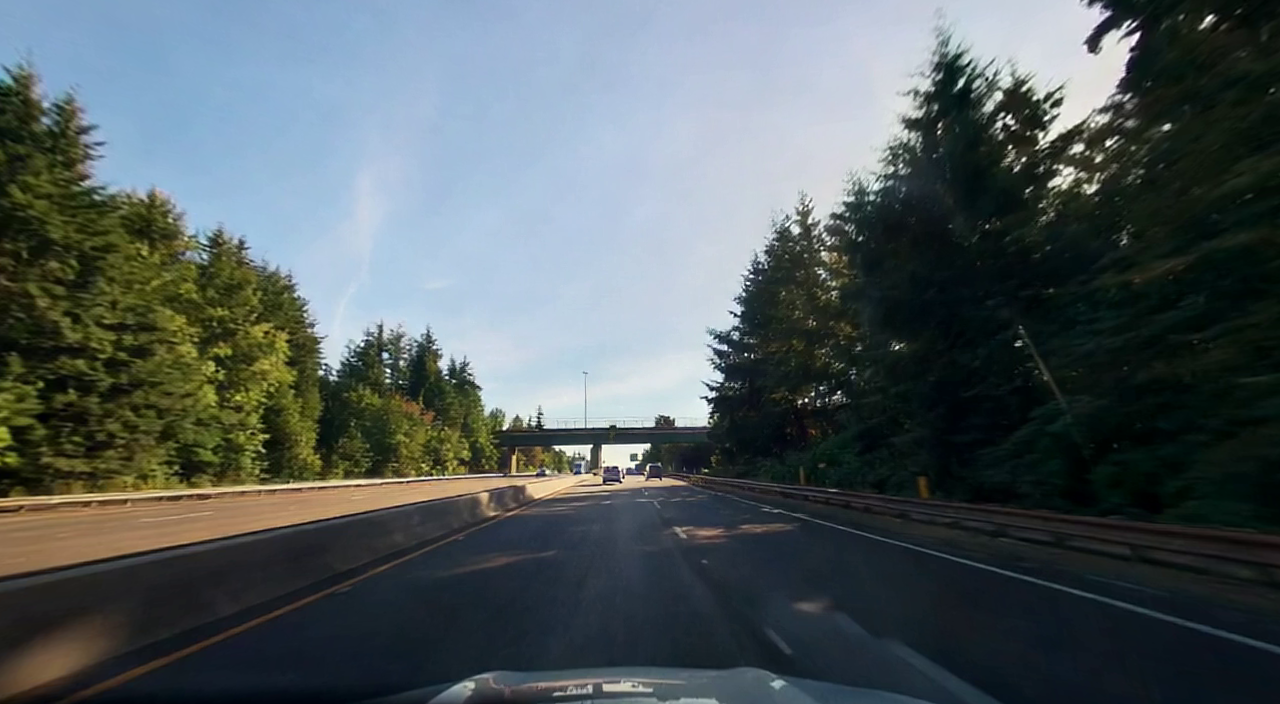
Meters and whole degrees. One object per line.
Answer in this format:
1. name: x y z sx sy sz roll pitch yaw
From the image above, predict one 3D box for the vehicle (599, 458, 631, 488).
1. vehicle: -1.753 8.676 45.333 2.162 1.973 4.341 1 -11 -2
